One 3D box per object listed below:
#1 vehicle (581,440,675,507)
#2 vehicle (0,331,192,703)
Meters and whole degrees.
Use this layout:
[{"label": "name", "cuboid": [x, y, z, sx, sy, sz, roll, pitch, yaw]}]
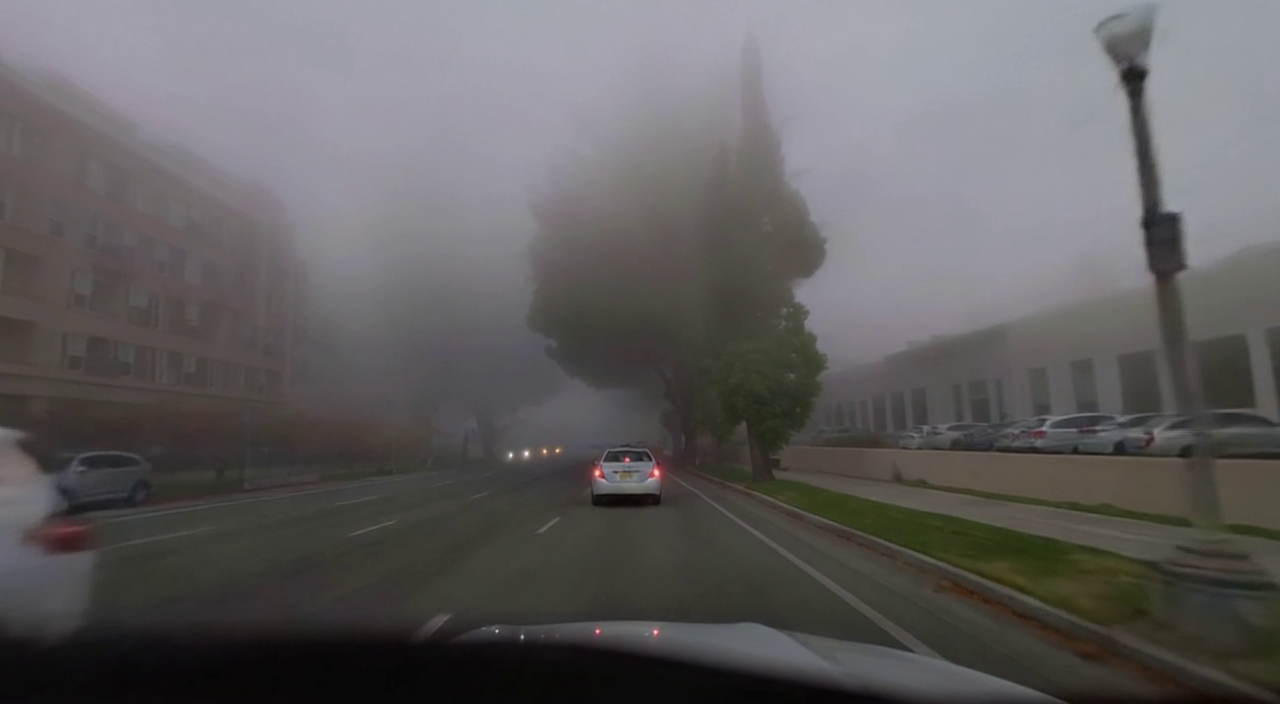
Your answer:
[{"label": "vehicle", "cuboid": [-0.303, 3.062, 16.454, 2.116, 1.479, 4.358, 0, -8, -1]}, {"label": "vehicle", "cuboid": [-3.263, 0.556, 0.533, 2.294, 1.695, 4.792, 0, -8, -1]}]
